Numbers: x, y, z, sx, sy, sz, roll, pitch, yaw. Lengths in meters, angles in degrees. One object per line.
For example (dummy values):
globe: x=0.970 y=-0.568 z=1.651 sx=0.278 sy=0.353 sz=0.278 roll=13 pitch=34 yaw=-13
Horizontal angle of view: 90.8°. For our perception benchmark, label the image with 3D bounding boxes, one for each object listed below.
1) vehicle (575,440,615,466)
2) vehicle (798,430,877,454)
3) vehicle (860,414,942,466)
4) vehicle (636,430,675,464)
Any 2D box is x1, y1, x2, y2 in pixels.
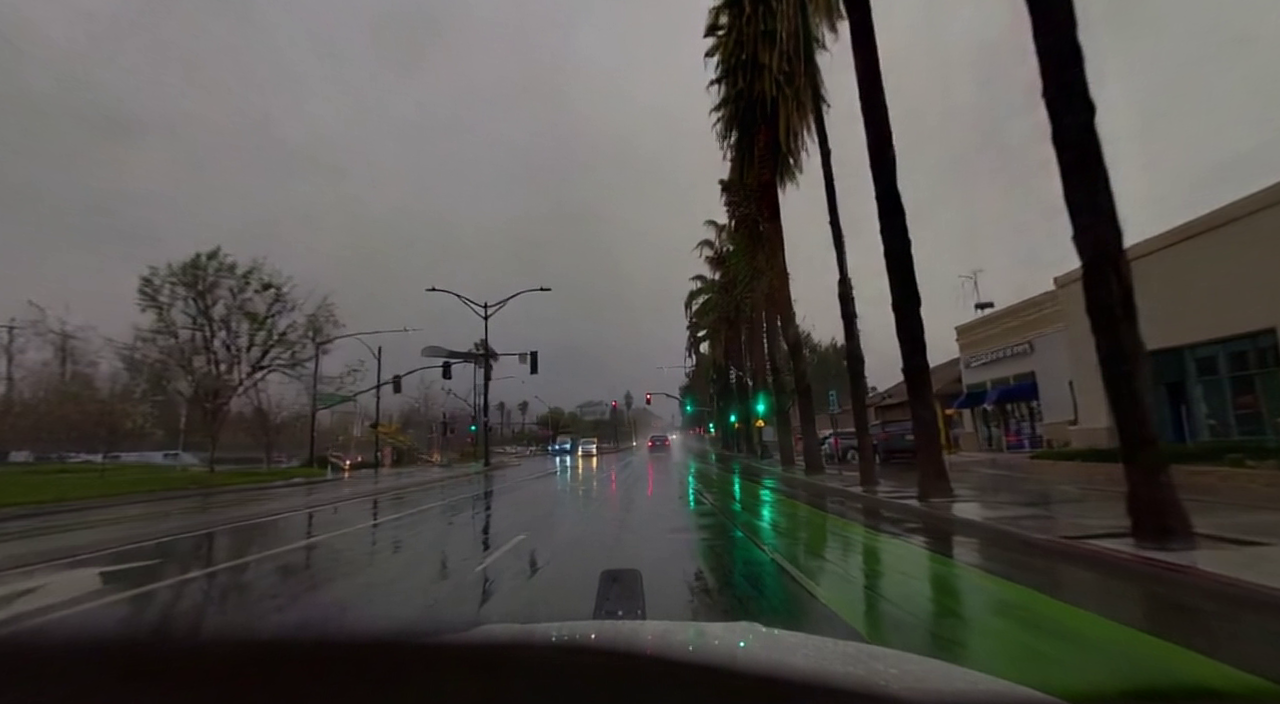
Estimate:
vehicle: x=-2.588 y=5.964 z=37.467 sx=1.969 sy=1.481 sz=3.868 roll=-1 pitch=-8 yaw=2
vehicle: x=13.458 y=6.151 z=43.264 sx=4.685 sy=1.554 sz=2.019 roll=-1 pitch=-8 yaw=2
vehicle: x=11.928 y=4.100 z=29.296 sx=1.996 sy=2.172 sz=5.298 roll=-1 pitch=-8 yaw=6
vehicle: x=0.924 y=5.739 z=38.166 sx=2.206 sy=1.922 sz=4.262 roll=0 pitch=-8 yaw=1
